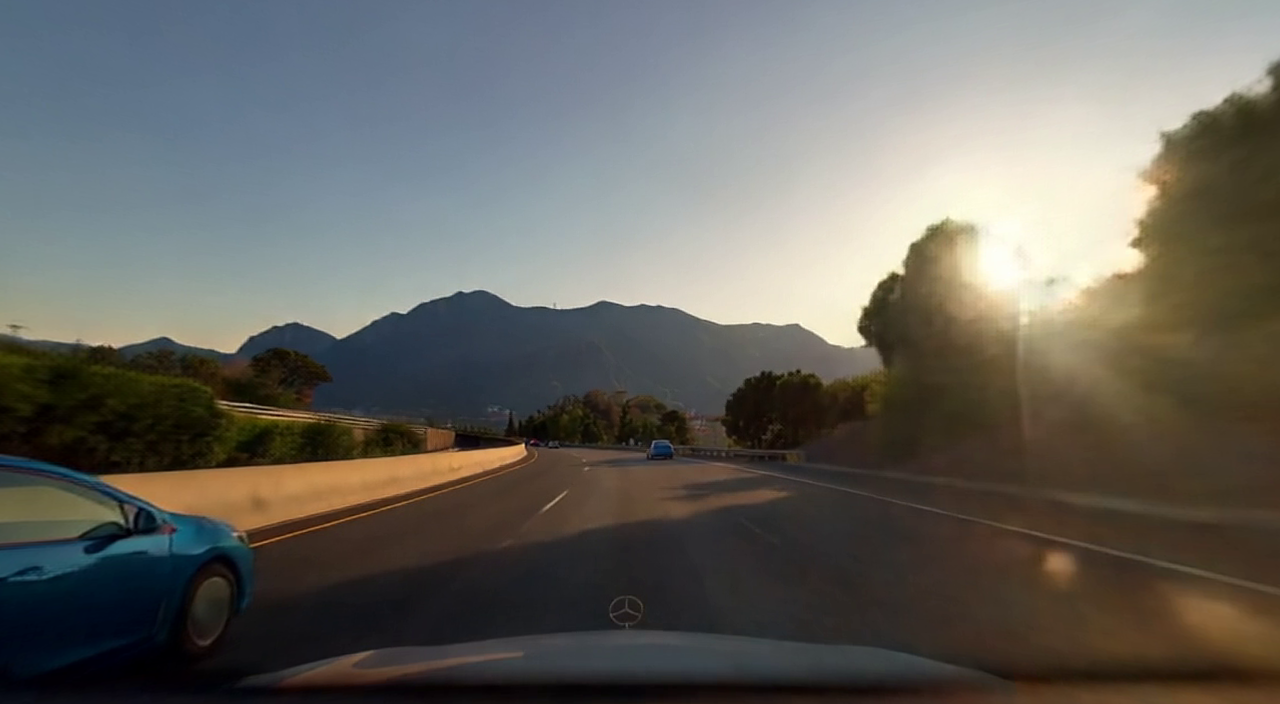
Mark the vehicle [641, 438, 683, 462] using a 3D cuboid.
[{"bbox_3d":[1.317,6.298,40.502,1.985,1.440,4.466,1,-9,-7],"label":"vehicle"}]
